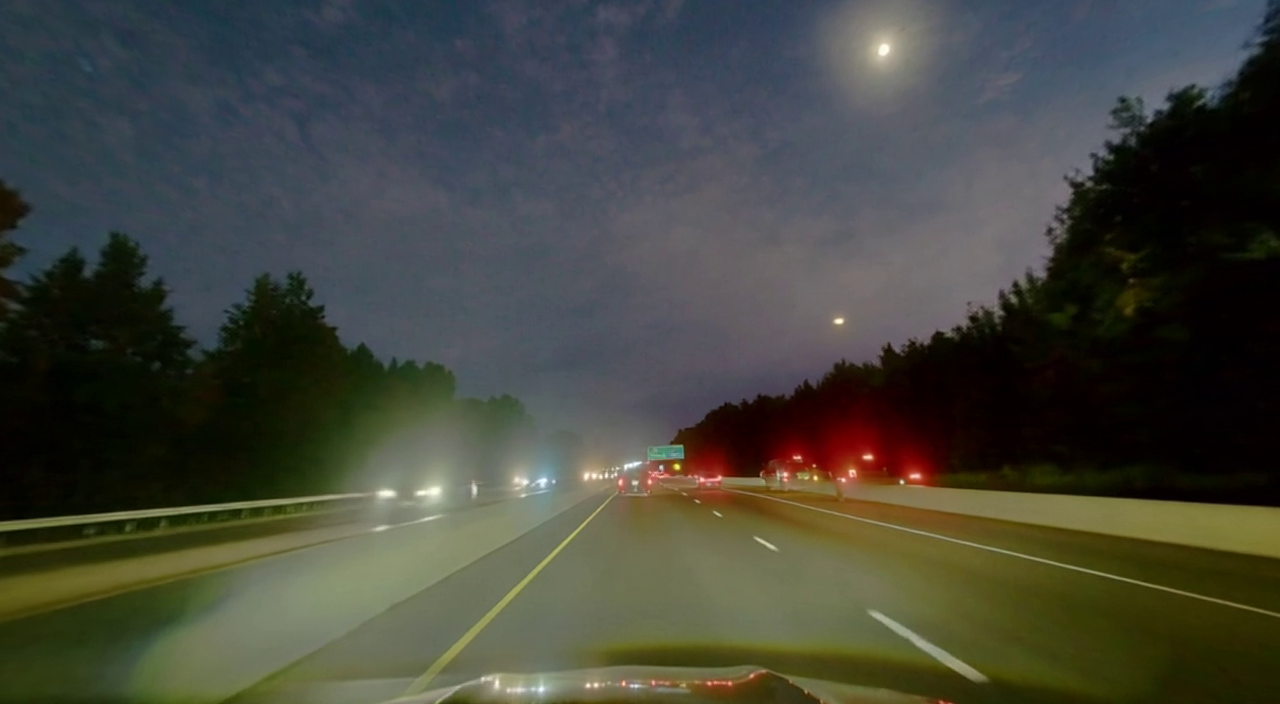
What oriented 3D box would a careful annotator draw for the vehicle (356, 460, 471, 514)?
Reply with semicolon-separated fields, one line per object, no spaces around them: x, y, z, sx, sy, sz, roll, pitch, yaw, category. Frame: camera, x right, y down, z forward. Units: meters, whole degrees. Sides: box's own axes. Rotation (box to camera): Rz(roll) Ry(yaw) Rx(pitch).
-7.544;4.553;21.574;2.156;1.596;4.559;1;-10;0;vehicle

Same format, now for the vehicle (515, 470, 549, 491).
-7.971;9.492;46.653;1.780;1.447;3.670;0;-10;1;vehicle

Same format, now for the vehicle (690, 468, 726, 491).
4.626;8.719;43.173;1.974;1.476;4.119;1;-10;0;vehicle

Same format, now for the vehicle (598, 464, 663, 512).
-0.314;4.649;21.855;2.060;1.473;3.726;1;-10;-1;vehicle
